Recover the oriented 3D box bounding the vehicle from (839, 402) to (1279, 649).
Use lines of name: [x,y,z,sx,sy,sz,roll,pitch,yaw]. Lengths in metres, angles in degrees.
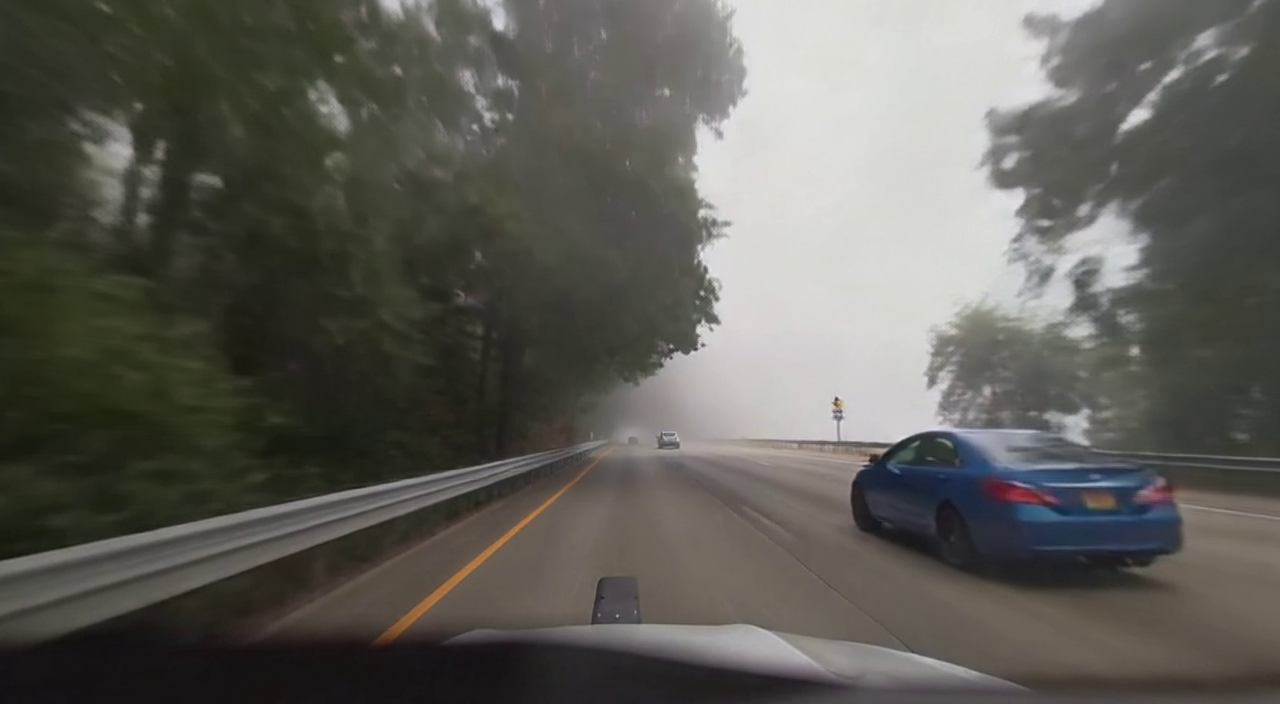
vehicle: [3.718,1.366,6.151,2.017,1.502,4.369,0,-8,-2]
